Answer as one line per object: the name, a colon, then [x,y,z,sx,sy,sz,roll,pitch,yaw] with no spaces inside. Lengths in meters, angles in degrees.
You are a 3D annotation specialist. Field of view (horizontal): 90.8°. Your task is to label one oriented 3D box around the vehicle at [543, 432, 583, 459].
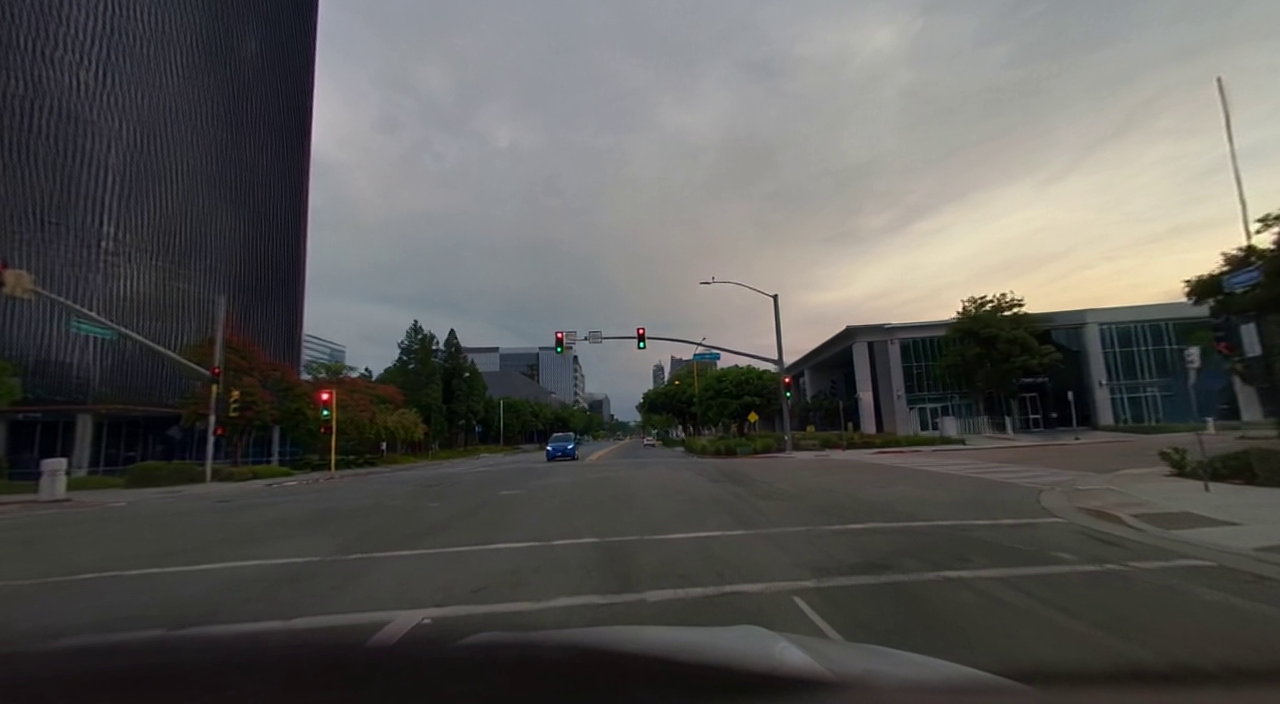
vehicle: [-4.921,6.051,40.886,1.988,1.666,4.074,0,-8,1]
